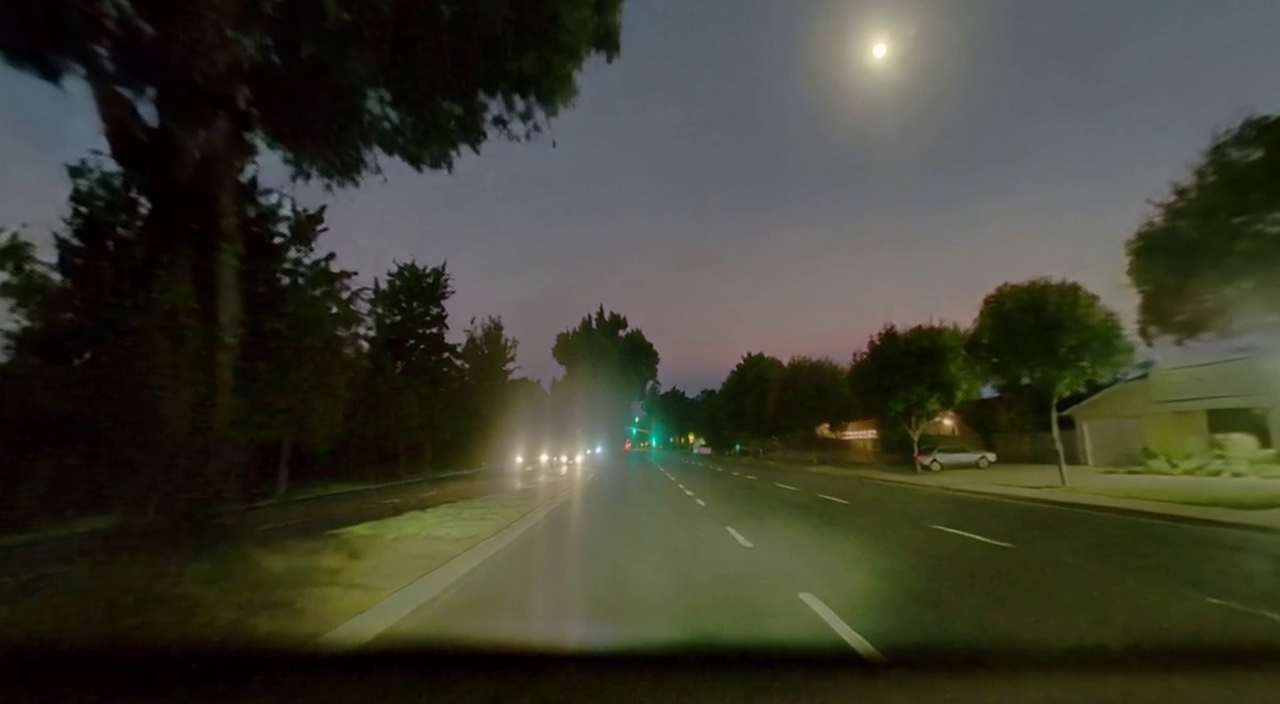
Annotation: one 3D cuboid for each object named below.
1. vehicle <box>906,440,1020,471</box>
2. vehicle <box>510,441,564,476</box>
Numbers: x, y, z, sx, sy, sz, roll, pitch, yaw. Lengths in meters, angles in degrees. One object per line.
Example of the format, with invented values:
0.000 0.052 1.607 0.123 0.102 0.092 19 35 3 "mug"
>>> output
15.600 5.007 30.557 4.500 1.390 1.864 0 -8 -2 "vehicle"
-5.750 5.988 35.800 2.071 1.823 4.799 0 -9 2 "vehicle"
